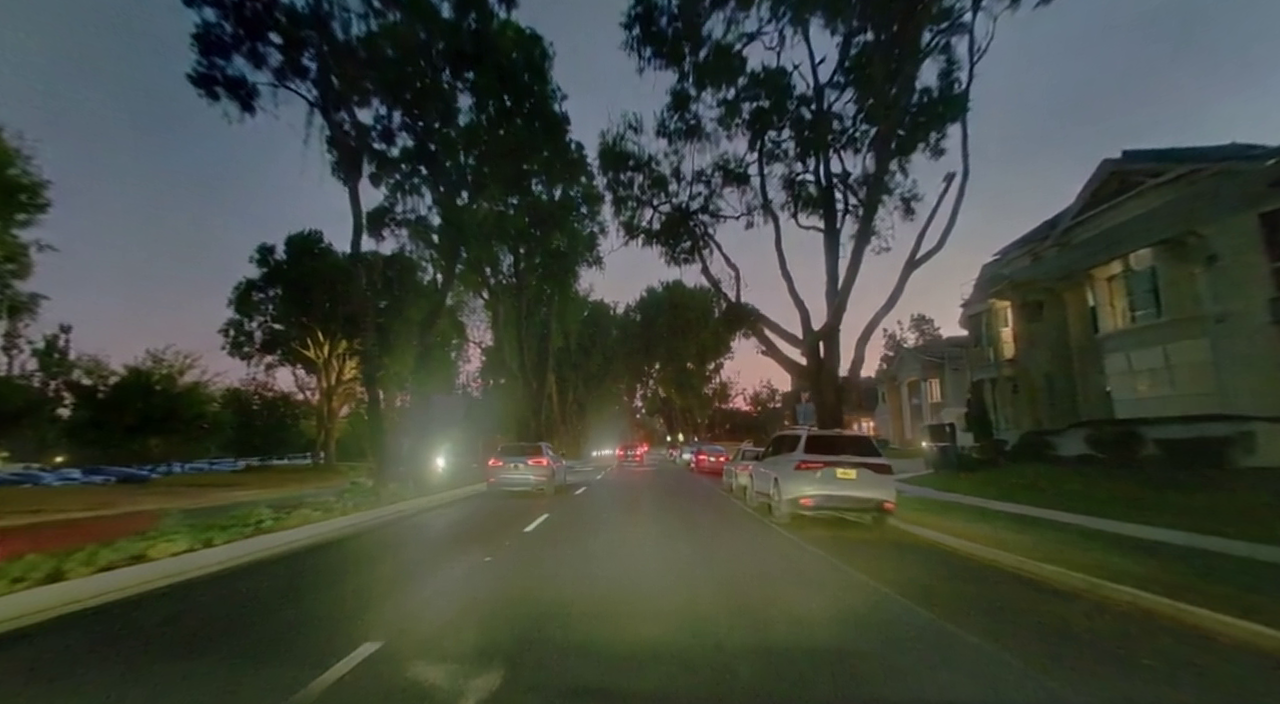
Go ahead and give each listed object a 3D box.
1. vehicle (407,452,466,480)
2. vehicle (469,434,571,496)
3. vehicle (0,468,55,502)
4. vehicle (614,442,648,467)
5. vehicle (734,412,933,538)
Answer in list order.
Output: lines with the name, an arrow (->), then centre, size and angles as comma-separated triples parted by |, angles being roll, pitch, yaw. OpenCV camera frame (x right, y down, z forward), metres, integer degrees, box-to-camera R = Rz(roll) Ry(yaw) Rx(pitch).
vehicle -> -11.919, 6.687, 37.309 | 2.167, 1.497, 4.256 | 0, -9, -1
vehicle -> -3.495, 3.410, 19.434 | 2.129, 1.668, 4.722 | 0, -9, 1
vehicle -> -38.381, 7.969, 37.883 | 2.093, 1.866, 4.589 | -9, -12, 44
vehicle -> -0.555, 6.703, 41.445 | 2.142, 1.548, 4.273 | 0, -9, 0
vehicle -> 3.243, 2.225, 12.077 | 2.090, 1.839, 5.495 | 0, -9, 0
